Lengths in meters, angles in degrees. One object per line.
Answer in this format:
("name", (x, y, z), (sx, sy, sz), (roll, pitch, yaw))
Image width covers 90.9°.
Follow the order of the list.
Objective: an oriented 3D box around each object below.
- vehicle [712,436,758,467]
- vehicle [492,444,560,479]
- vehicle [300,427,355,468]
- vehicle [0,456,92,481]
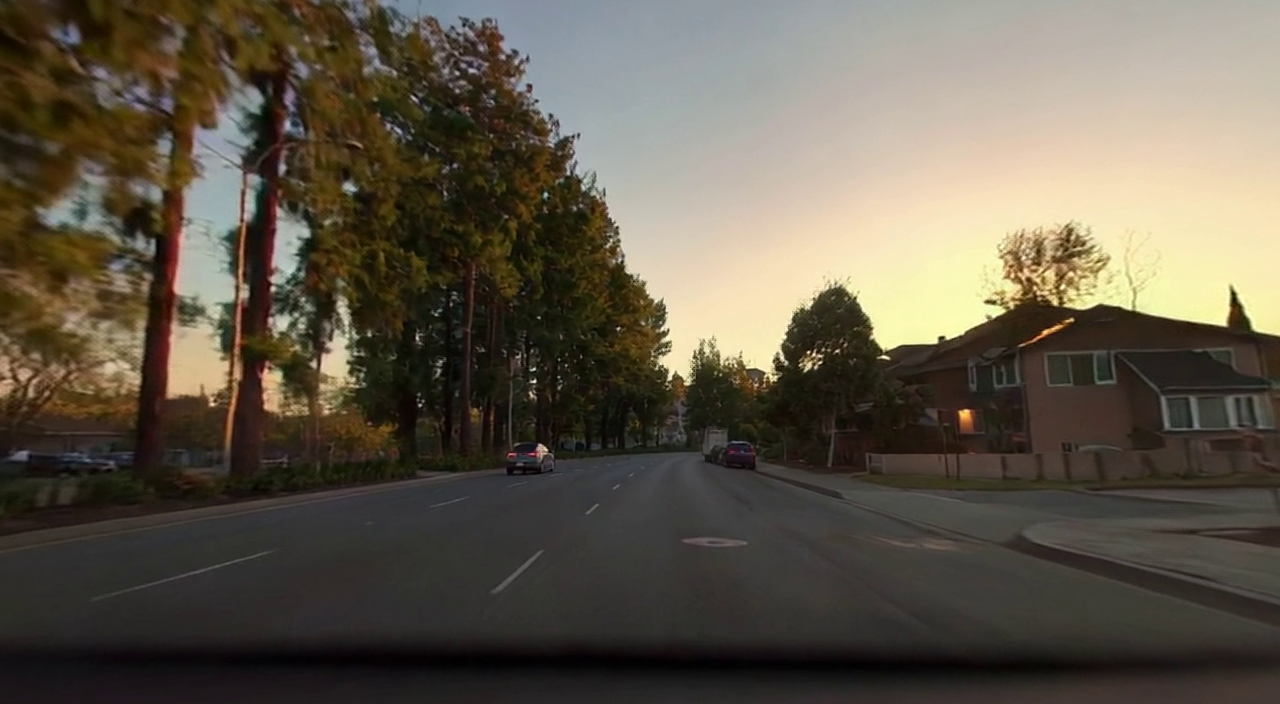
("vehicle", (6.646, 7.059, 44.961), (2.695, 2.013, 6.661), (-1, -8, 4))
("vehicle", (-5.127, 4.979, 29.081), (2.060, 1.473, 4.645), (0, -8, 3))
("vehicle", (-22.503, 6.910, 45.678), (2.421, 2.746, 5.968), (2, -9, -16))
("vehicle", (-36.535, 7.040, 38.081), (4.690, 1.435, 1.908), (2, -10, -8))
